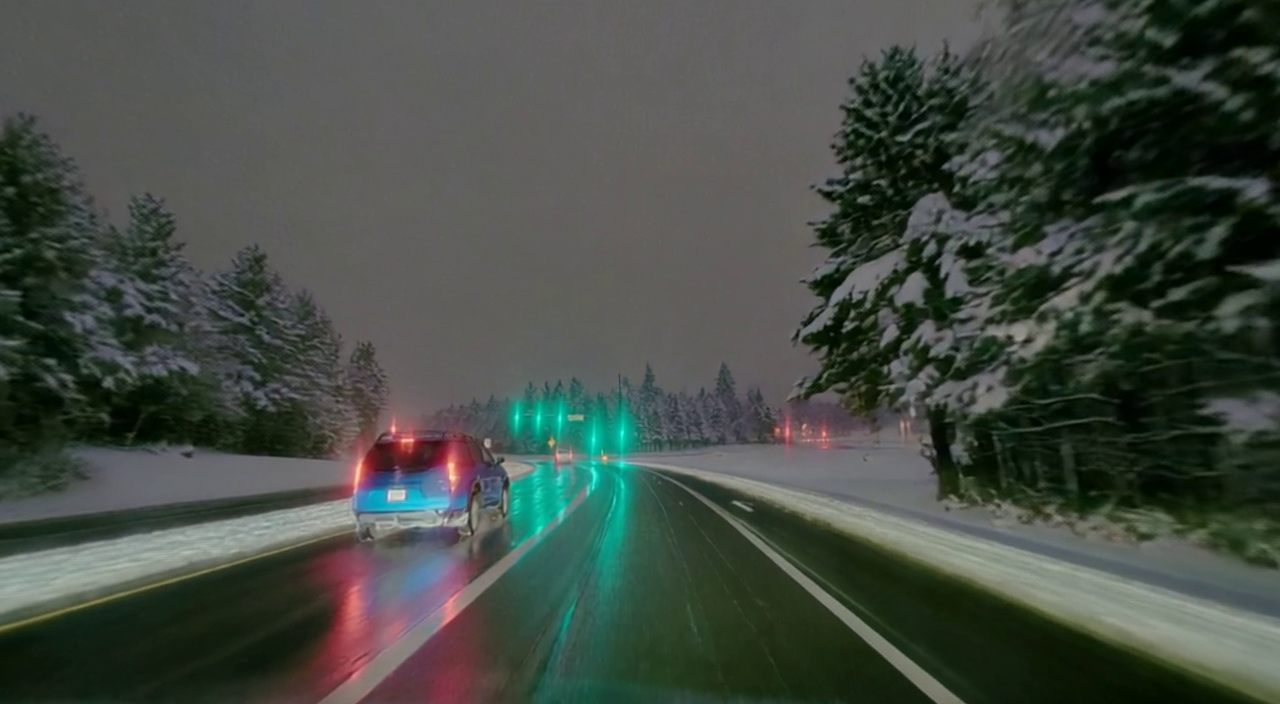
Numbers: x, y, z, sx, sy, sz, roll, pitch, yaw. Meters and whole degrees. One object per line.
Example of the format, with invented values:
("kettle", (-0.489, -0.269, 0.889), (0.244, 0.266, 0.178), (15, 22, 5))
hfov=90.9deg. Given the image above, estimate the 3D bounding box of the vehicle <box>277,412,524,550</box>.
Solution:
("vehicle", (-3.730, 2.136, 11.162), (2.336, 1.857, 4.986), (-1, -8, 1))
